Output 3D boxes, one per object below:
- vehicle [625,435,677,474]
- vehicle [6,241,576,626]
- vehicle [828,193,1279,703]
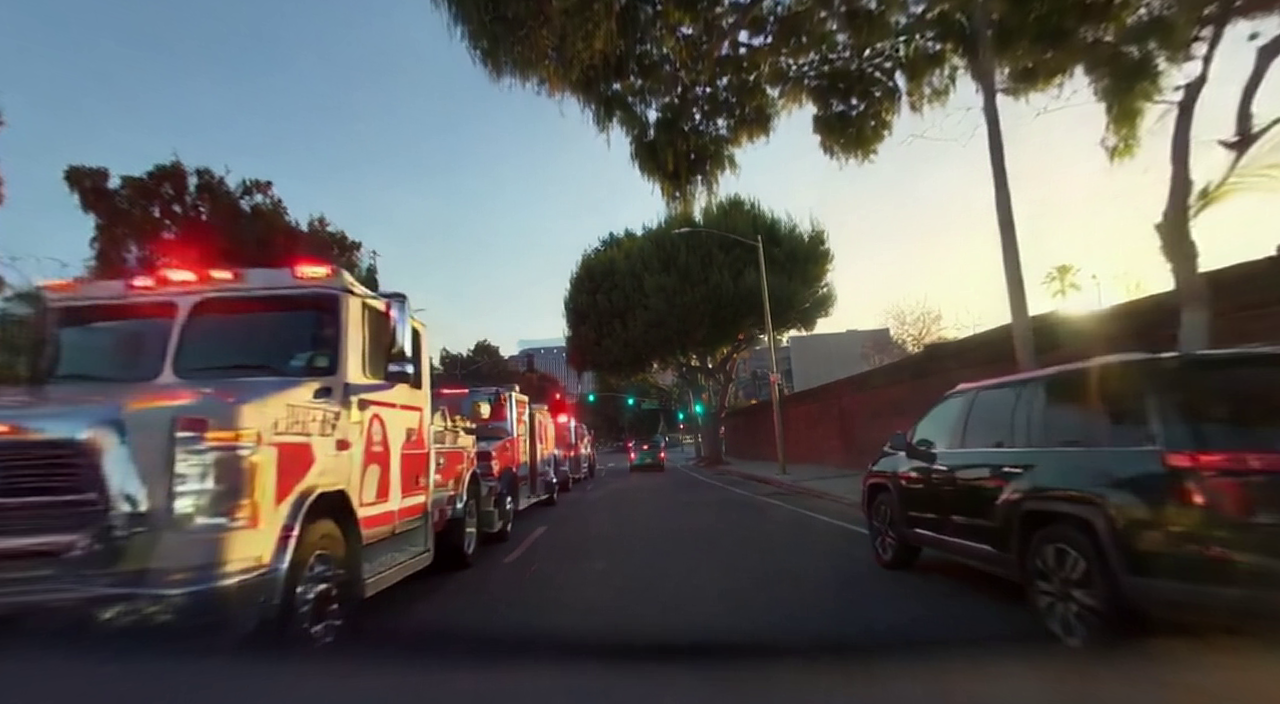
[{"bbox_3d":[0.456,5.213,32.335,2.332,1.831,4.930,0,-8,-2],"label":"vehicle"},{"bbox_3d":[-3.239,1.281,9.837,3.644,3.138,9.346,0,-8,-1],"label":"vehicle"},{"bbox_3d":[4.073,0.887,5.185,3.411,2.429,5.271,0,-8,0],"label":"vehicle"}]
